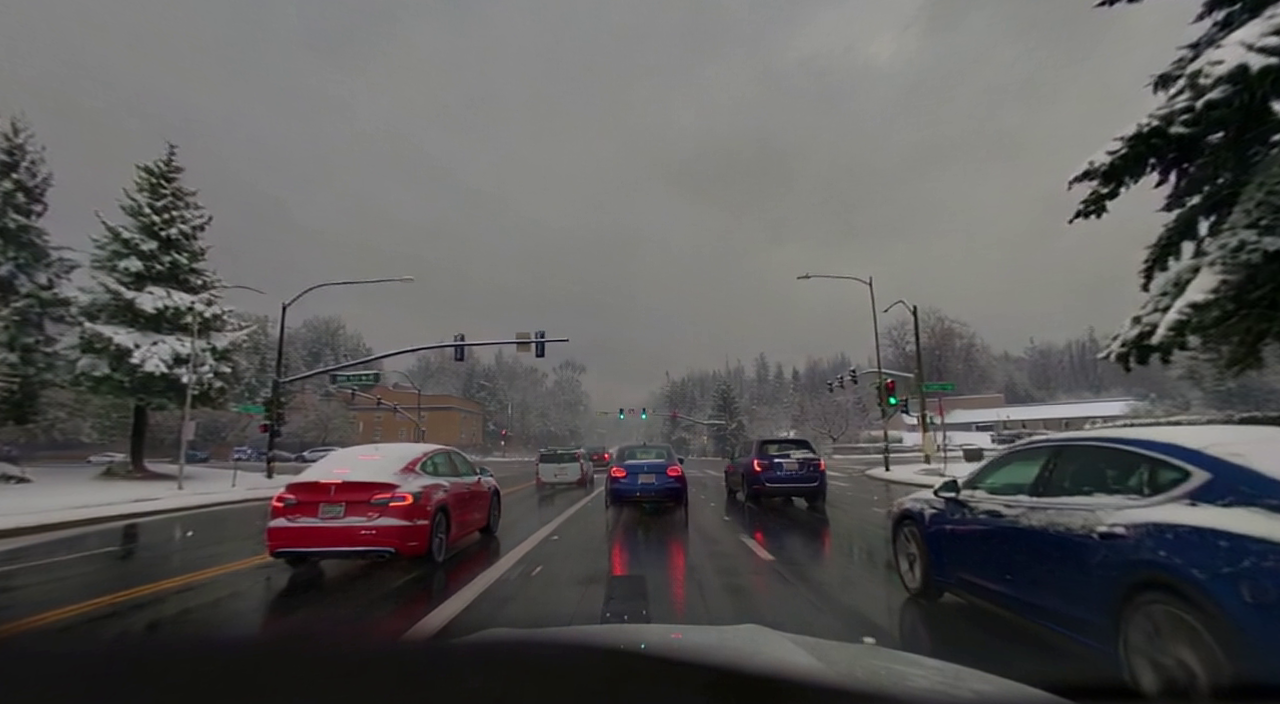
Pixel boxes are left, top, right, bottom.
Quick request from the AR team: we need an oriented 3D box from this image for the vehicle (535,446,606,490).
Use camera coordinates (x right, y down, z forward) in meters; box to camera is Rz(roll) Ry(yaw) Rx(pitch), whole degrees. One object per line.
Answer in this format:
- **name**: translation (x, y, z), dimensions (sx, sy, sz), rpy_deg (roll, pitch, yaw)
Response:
- **vehicle**: translation (-2.565, 4.397, 24.273), dimensions (2.089, 1.537, 4.073), rpy_deg (-1, -9, 2)

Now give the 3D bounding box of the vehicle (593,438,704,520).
- **vehicle**: translation (0.147, 2.780, 14.346), dimensions (2.144, 1.563, 4.218), rpy_deg (0, -9, 0)

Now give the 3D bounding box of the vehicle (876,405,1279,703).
- **vehicle**: translation (3.344, 1.198, 3.916), dimensions (1.951, 1.522, 4.614), rpy_deg (0, -8, 0)

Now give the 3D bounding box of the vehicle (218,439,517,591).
- **vehicle**: translation (-3.149, 1.959, 8.526), dimensions (2.015, 1.478, 4.407), rpy_deg (0, -8, 1)

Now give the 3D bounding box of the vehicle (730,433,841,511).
- **vehicle**: translation (3.610, 3.037, 16.413), dimensions (1.938, 1.732, 4.006), rpy_deg (0, -8, 1)

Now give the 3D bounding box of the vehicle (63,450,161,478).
- **vehicle**: translation (-38.268, 8.089, 45.726), dimensions (5.268, 1.770, 2.107), rpy_deg (-2, -9, 2)
